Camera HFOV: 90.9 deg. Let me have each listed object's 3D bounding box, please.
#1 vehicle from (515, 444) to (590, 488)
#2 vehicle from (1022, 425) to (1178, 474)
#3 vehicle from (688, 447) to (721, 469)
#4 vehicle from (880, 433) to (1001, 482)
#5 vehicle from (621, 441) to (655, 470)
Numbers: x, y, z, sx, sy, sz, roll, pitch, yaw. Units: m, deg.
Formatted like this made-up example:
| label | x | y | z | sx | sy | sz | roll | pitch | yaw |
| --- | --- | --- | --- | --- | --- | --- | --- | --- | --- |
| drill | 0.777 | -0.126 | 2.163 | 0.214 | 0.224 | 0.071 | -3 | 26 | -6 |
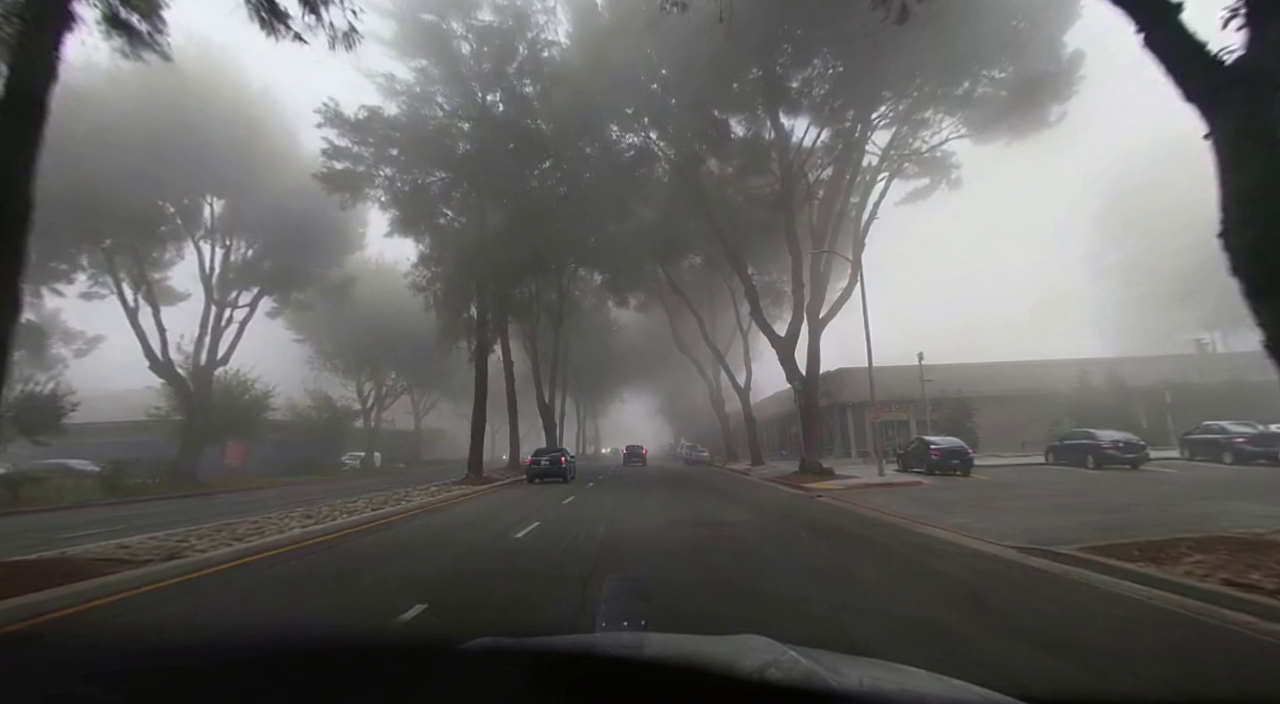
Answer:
| label | x | y | z | sx | sy | sz | roll | pitch | yaw |
| --- | --- | --- | --- | --- | --- | --- | --- | --- | --- |
| vehicle | -3.214 | 4.314 | 24.246 | 2.151 | 1.484 | 4.468 | 0 | -9 | 1 |
| vehicle | 15.515 | 3.340 | 21.637 | 2.000 | 1.494 | 4.382 | 0 | -9 | 0 |
| vehicle | 4.543 | 7.551 | 45.115 | 1.896 | 1.451 | 4.329 | 0 | -9 | 0 |
| vehicle | 10.254 | 3.637 | 21.956 | 1.998 | 1.494 | 4.411 | 0 | -9 | -1 |
| vehicle | -0.153 | 6.584 | 40.301 | 2.075 | 1.770 | 4.018 | 0 | -9 | -1 |
